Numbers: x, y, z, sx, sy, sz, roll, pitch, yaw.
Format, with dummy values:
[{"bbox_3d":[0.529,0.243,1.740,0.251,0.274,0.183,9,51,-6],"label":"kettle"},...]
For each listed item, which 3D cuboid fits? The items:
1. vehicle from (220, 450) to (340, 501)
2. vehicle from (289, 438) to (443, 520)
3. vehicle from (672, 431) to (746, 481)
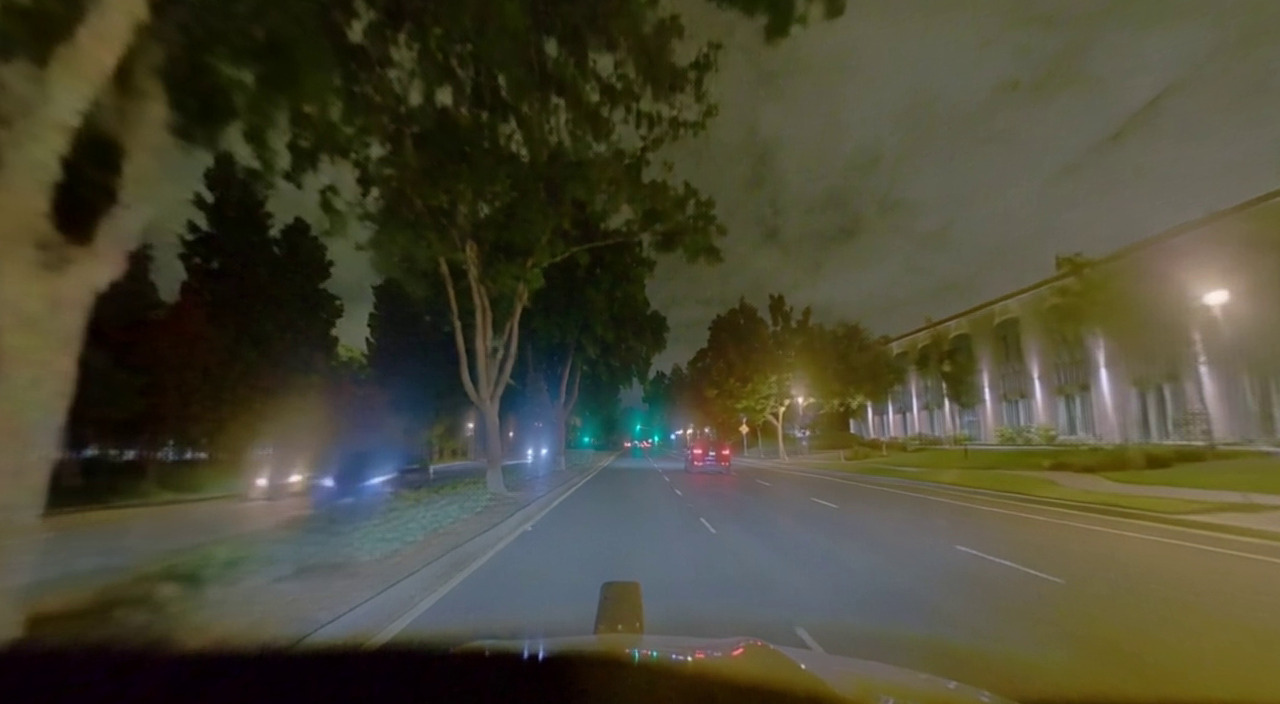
[{"bbox_3d":[-12.625,4.317,22.500,1.859,1.569,4.166,0,-8,-1],"label":"vehicle"},{"bbox_3d":[-6.383,2.965,15.348,1.900,1.671,4.217,0,-8,-1],"label":"vehicle"},{"bbox_3d":[2.592,4.064,24.893,2.240,1.740,4.605,0,-8,-2],"label":"vehicle"}]
